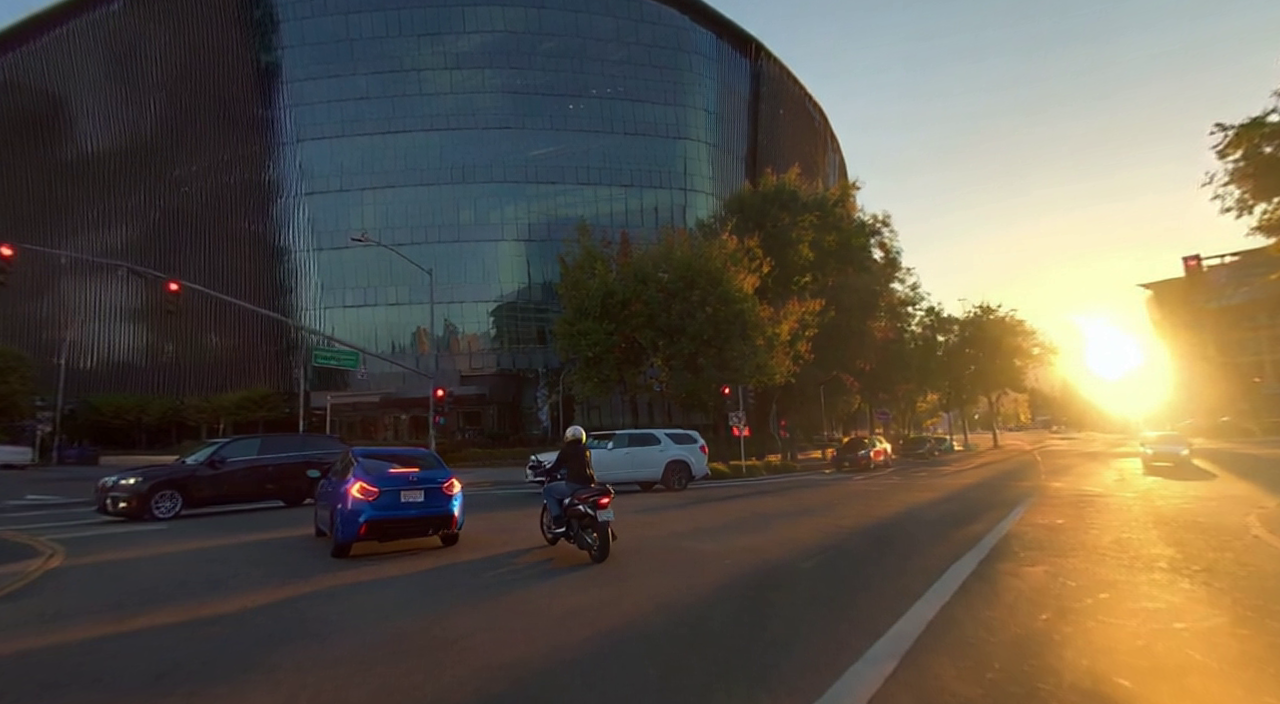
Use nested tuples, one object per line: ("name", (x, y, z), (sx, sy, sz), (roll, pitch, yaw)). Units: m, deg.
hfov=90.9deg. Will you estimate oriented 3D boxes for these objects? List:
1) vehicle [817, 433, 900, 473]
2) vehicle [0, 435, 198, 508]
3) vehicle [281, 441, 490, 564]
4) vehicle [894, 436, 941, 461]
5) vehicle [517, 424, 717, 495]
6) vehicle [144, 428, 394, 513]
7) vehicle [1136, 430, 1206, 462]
("vehicle", (10.160, 4.626, 29.119), (2.084, 1.656, 4.583), (-7, -11, 38))
("vehicle", (-14.397, 3.084, 16.554), (4.380, 1.727, 2.052), (-2, -9, 14))
("vehicle", (-4.143, 2.139, 9.860), (2.009, 1.450, 4.182), (6, -10, -36))
("vehicle", (18.498, 6.387, 41.954), (2.024, 1.543, 4.028), (-6, -10, 34))
("vehicle", (-0.729, 3.318, 19.907), (5.833, 1.960, 2.341), (3, -9, -21))
("vehicle", (-8.321, 2.661, 14.424), (4.583, 1.755, 1.936), (-1, -8, 6))
("vehicle", (26.008, 4.612, 31.038), (1.872, 1.467, 4.385), (-5, -10, 31))
